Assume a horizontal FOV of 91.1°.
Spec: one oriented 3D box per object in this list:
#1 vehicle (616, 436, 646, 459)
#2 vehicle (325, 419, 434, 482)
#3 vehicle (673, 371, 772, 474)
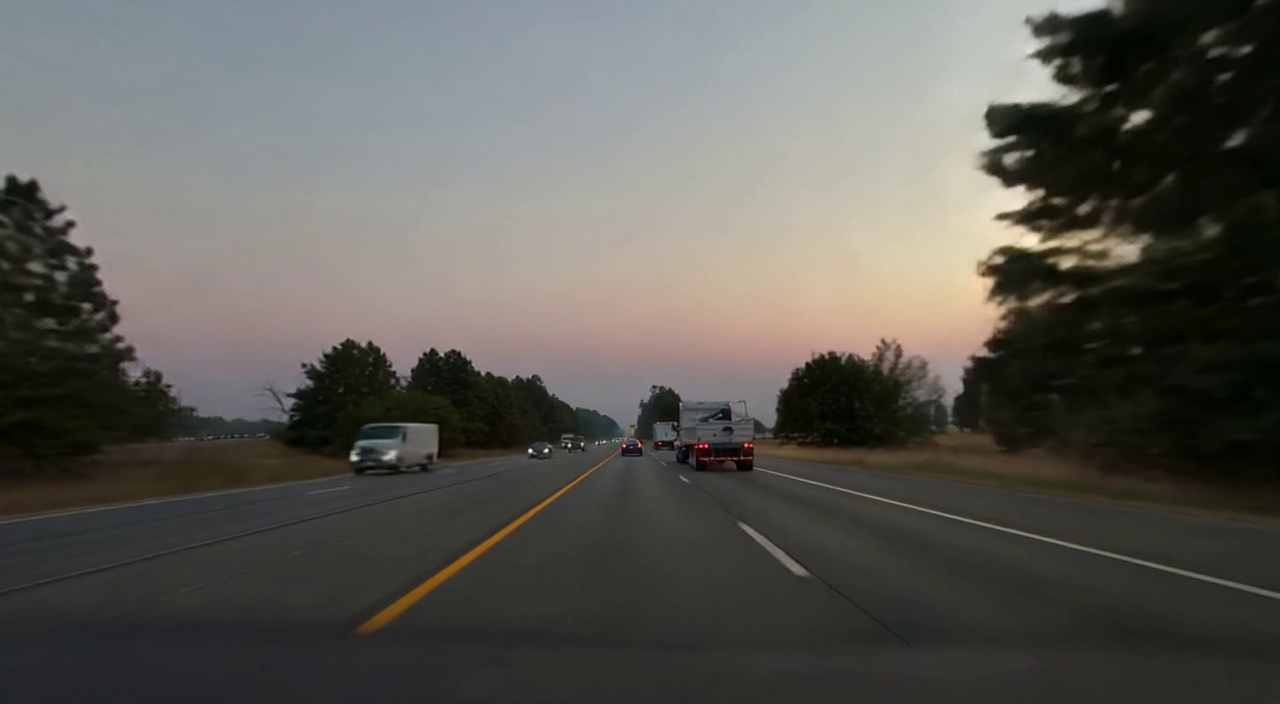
[{"bbox_3d":[-0.678,7.233,47.920,2.192,1.623,4.887,0,-8,-1],"label":"vehicle"},{"bbox_3d":[-12.475,4.755,30.886,2.443,2.697,6.997,0,-8,-1],"label":"vehicle"},{"bbox_3d":[3.576,3.682,31.561,2.919,4.004,13.911,0,-8,-1],"label":"vehicle"}]
